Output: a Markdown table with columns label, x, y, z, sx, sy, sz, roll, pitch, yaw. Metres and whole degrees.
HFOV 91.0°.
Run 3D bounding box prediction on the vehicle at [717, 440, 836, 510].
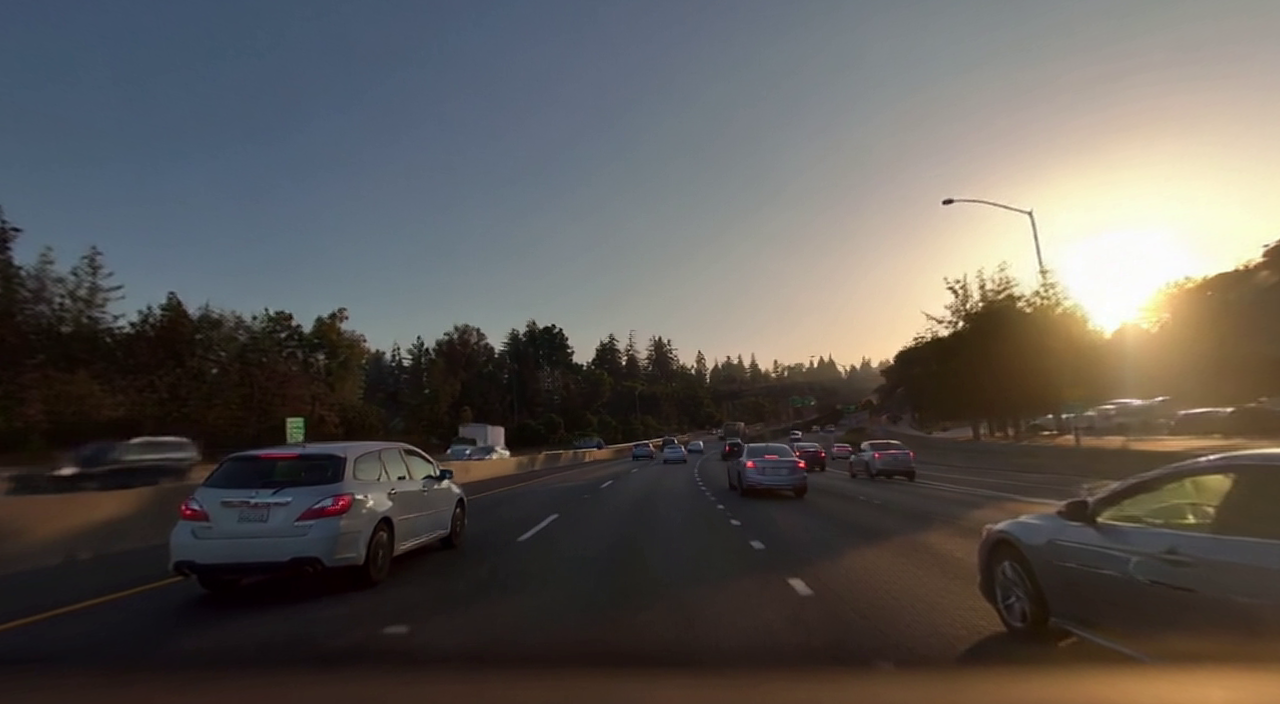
| label | x | y | z | sx | sy | sz | roll | pitch | yaw |
| --- | --- | --- | --- | --- | --- | --- | --- | --- | --- |
| vehicle | 3.208 | 2.999 | 15.840 | 2.009 | 1.489 | 4.559 | 0 | -9 | 1 |

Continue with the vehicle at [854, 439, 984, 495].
| label | x | y | z | sx | sy | sz | roll | pitch | yaw |
| --- | --- | --- | --- | --- | --- | --- | --- | --- | --- |
| vehicle | 8.311 | 3.456 | 19.306 | 2.014 | 1.506 | 4.626 | 0 | -9 | 2 |

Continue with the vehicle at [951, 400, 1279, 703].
| label | x | y | z | sx | sy | sz | roll | pitch | yaw |
| --- | --- | --- | --- | --- | --- | --- | --- | --- | --- |
| vehicle | 3.351 | 0.938 | 2.353 | 2.014 | 1.489 | 4.696 | 0 | -9 | 1 |

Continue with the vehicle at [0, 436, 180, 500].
| label | x | y | z | sx | sy | sz | roll | pitch | yaw |
| --- | --- | --- | --- | --- | --- | --- | --- | --- | --- |
| vehicle | -18.995 | 3.908 | 21.658 | 2.227 | 1.917 | 5.034 | -1 | -9 | 4 |

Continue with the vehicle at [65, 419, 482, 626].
| label | x | y | z | sx | sy | sz | roll | pitch | yaw |
| --- | --- | --- | --- | --- | --- | --- | --- | --- | --- |
| vehicle | -3.373 | 1.649 | 7.106 | 1.937 | 1.558 | 4.469 | 0 | -9 | 1 |

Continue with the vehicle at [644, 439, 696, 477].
| label | x | y | z | sx | sy | sz | roll | pitch | yaw |
| --- | --- | --- | --- | --- | --- | --- | --- | --- | --- |
| vehicle | 1.379 | 4.844 | 28.996 | 2.201 | 1.614 | 3.803 | 0 | -9 | 3 |
